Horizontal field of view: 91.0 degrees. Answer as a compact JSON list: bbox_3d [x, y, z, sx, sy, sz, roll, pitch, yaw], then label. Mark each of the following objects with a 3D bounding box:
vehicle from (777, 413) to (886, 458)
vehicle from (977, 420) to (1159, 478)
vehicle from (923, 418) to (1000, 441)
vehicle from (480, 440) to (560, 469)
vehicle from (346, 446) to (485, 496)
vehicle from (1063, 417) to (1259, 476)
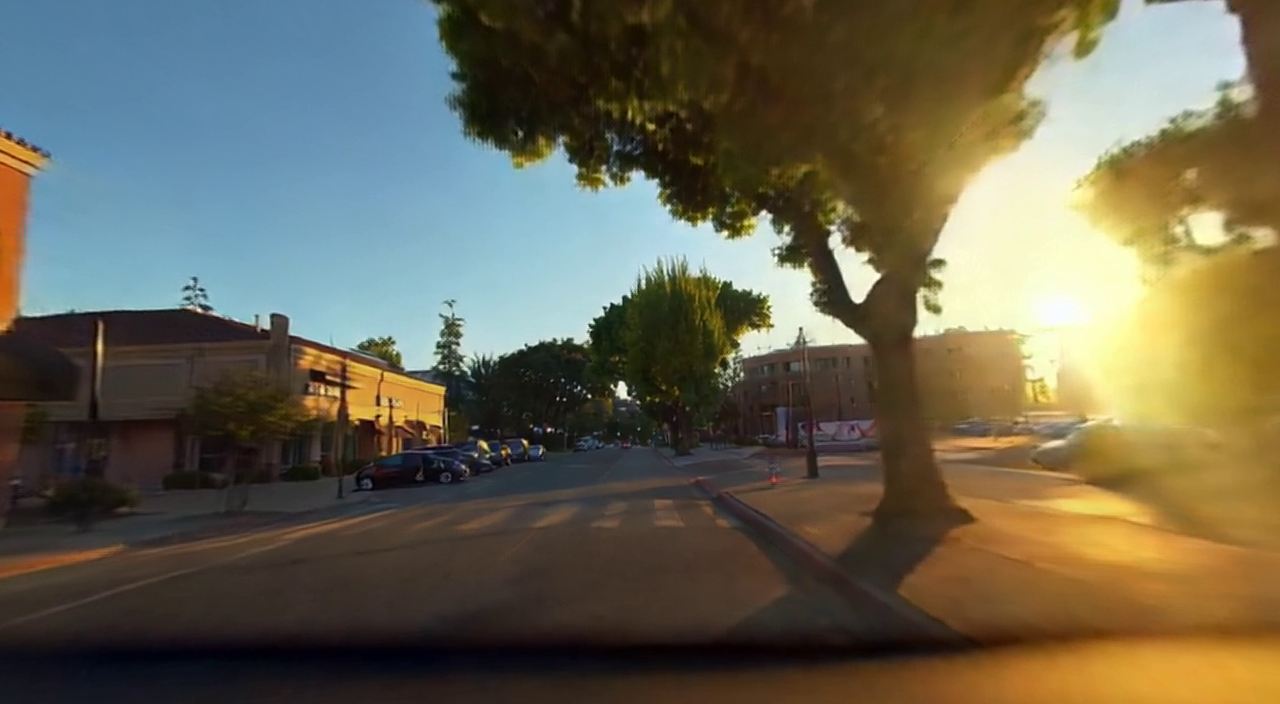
[{"bbox_3d":[10.938,4.781,36.188,5.453,1.794,2.011,-8,-6,-1],"label":"vehicle"},{"bbox_3d":[11.777,2.727,17.801,1.950,1.429,4.589,0,-8,1],"label":"vehicle"},{"bbox_3d":[23.615,5.726,46.286,4.521,1.634,1.996,0,-8,-1],"label":"vehicle"},{"bbox_3d":[-7.561,6.480,40.001,4.585,1.758,2.050,8,-12,-43],"label":"vehicle"},{"bbox_3d":[-8.680,4.603,24.640,1.879,1.543,4.778,-13,-13,43],"label":"vehicle"},{"bbox_3d":[14.772,2.731,18.257,1.934,1.477,4.373,0,-8,0],"label":"vehicle"}]
